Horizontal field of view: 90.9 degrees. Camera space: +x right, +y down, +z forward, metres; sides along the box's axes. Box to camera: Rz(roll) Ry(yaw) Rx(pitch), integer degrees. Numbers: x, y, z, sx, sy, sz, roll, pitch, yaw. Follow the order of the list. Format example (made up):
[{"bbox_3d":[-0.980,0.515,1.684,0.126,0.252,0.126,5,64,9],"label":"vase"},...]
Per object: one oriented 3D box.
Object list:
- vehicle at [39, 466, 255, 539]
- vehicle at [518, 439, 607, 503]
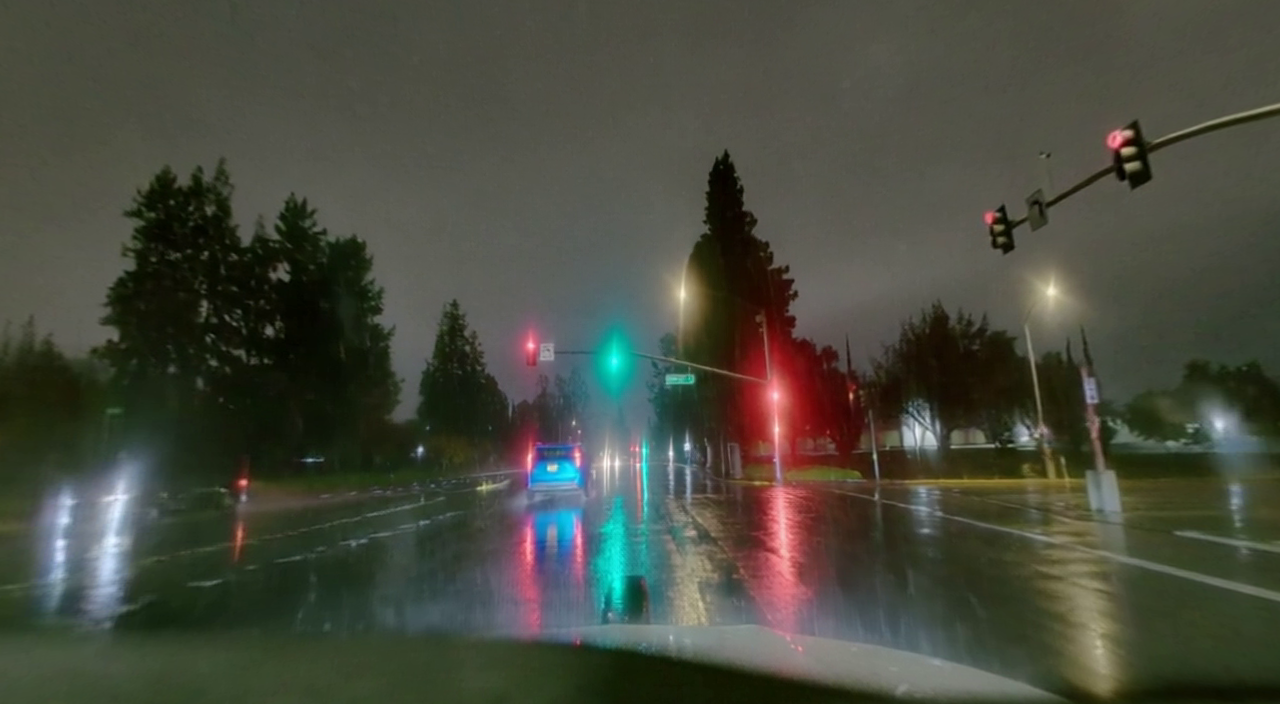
[{"bbox_3d":[-12.429,3.776,16.357,1.980,1.452,4.318,-1,-8,2],"label":"vehicle"},{"bbox_3d":[-2.319,3.716,20.202,2.123,1.799,4.425,-1,-8,2],"label":"vehicle"}]
